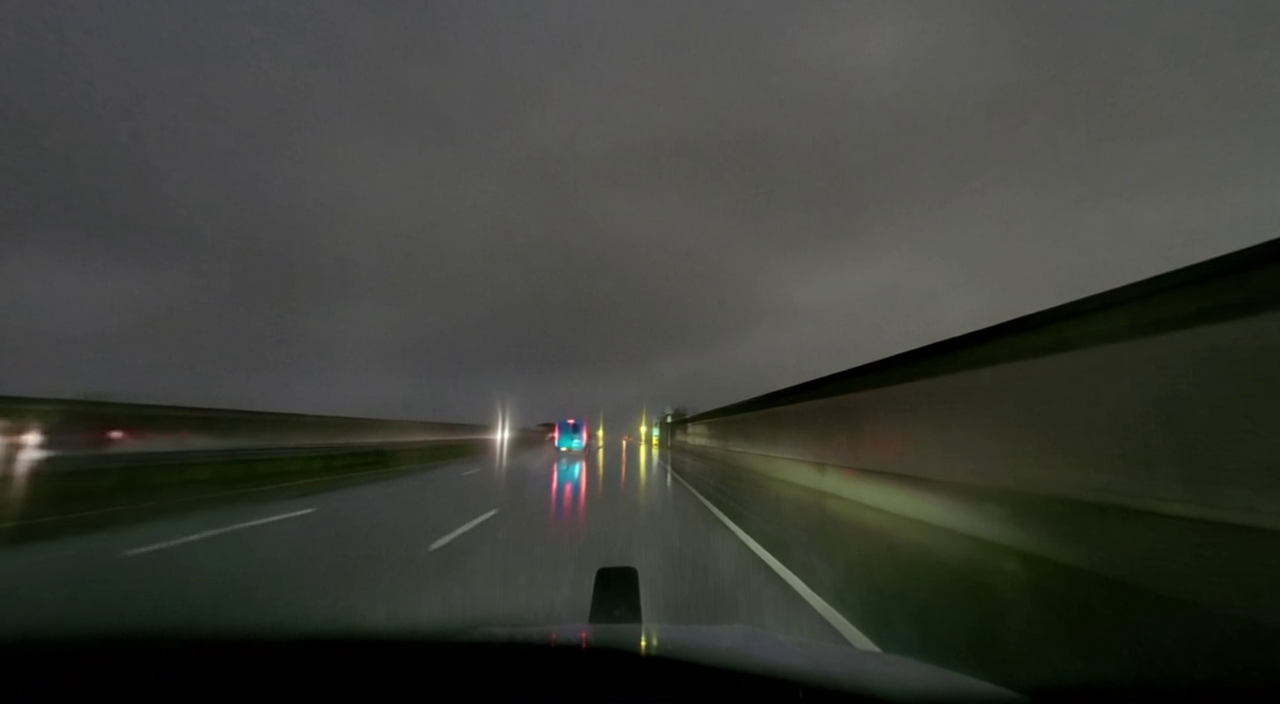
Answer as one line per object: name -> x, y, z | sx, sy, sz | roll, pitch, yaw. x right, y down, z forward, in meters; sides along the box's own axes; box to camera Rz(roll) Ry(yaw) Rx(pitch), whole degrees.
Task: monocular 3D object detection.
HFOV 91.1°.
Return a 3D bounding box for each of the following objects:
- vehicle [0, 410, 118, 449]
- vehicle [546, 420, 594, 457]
vehicle -> -25.472, 3.392, 27.250 | 1.833, 1.550, 4.500 | 0, -8, -1
vehicle -> -4.190, 5.271, 38.378 | 2.309, 2.053, 4.884 | 0, -8, 1
